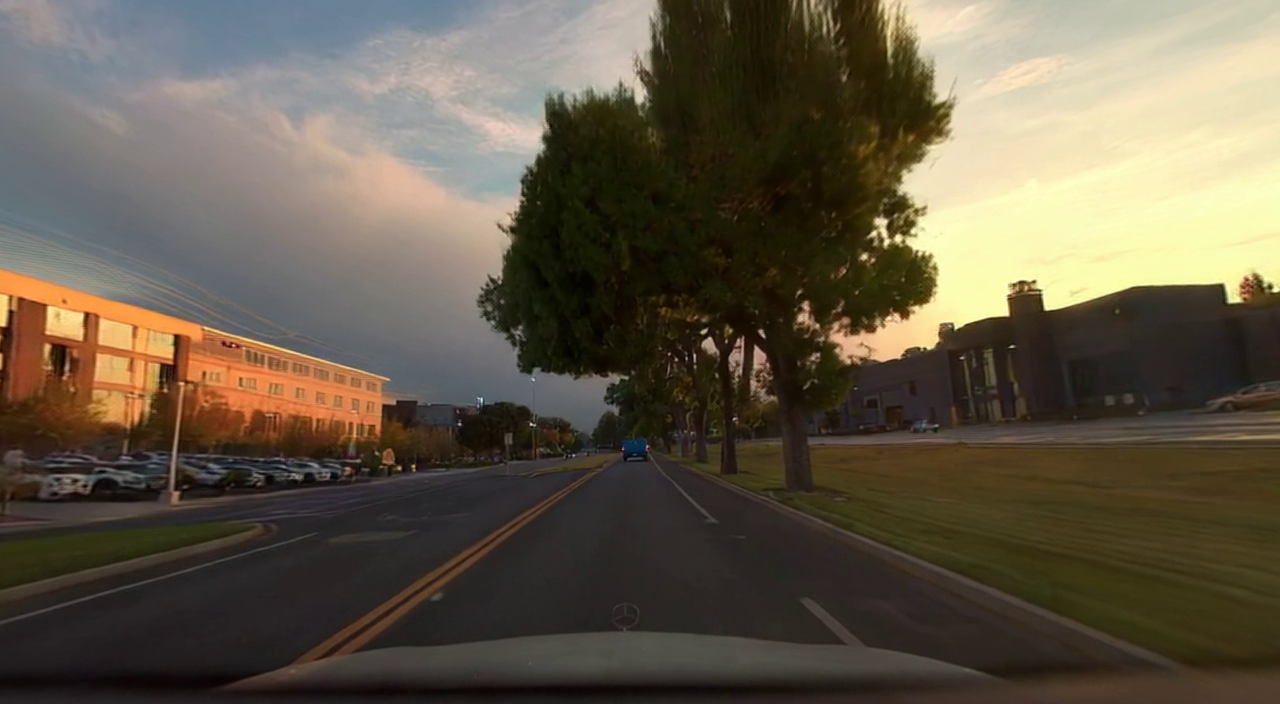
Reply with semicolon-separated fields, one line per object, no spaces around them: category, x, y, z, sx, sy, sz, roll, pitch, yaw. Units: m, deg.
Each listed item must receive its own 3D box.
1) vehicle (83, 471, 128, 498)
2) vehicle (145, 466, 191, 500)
vehicle;-32.023;7.903;37.813;1.747;1.468;3.972;7;-13;-42
vehicle;-27.838;7.667;37.335;1.930;1.718;4.438;6;-10;-35
